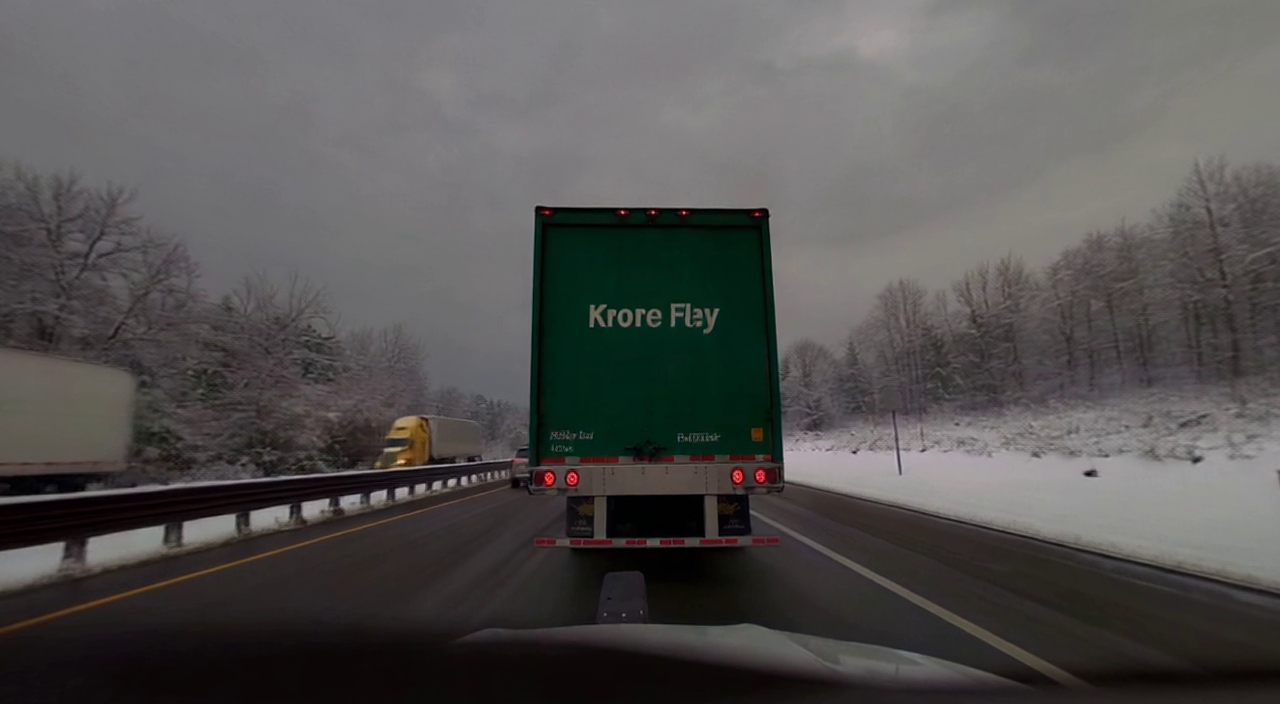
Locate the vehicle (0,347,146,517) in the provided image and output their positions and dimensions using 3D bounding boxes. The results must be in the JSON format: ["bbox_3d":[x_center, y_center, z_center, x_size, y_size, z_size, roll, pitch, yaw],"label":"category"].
[{"bbox_3d":[-16.821,1.438,12.075,2.847,4.009,14.414,0,-9,1],"label":"vehicle"}]

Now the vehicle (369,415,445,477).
[{"bbox_3d":[-16.105,6.581,44.002,2.992,3.946,5.787,0,-9,0],"label":"vehicle"}]

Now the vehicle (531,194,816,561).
[{"bbox_3d":[0.440,1.330,14.598,3.230,4.377,14.405,0,-9,0],"label":"vehicle"}]
